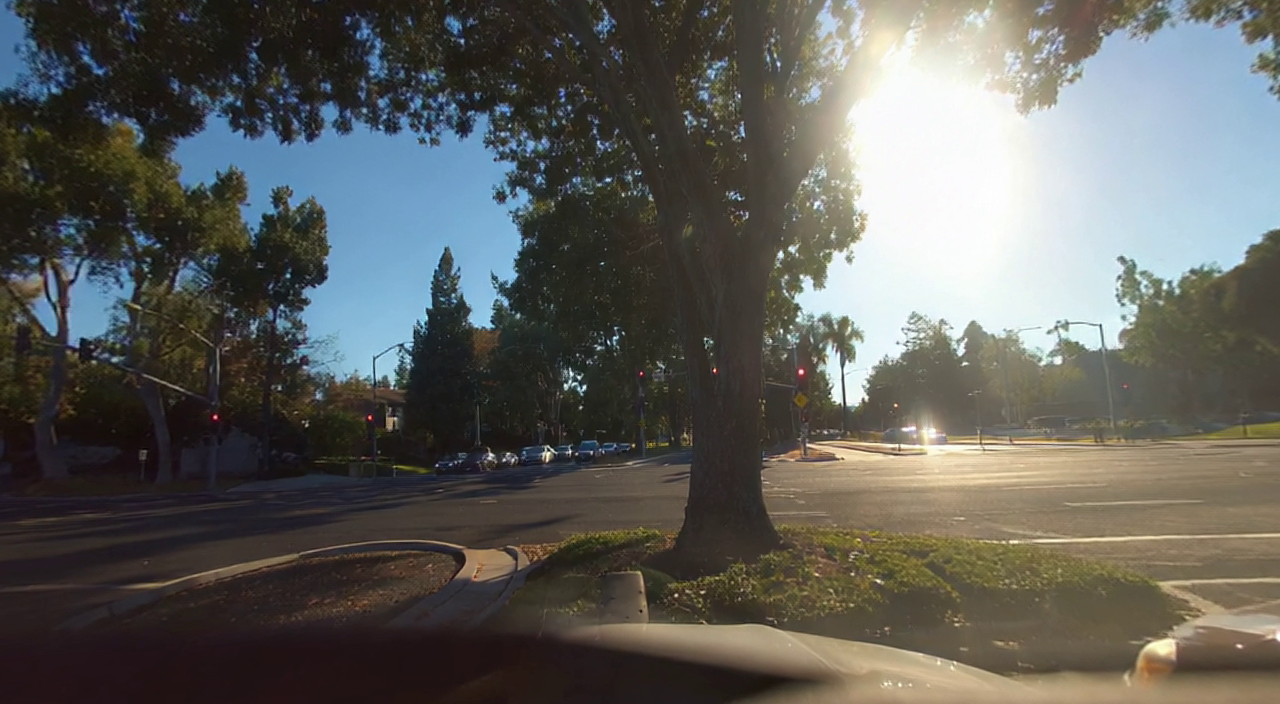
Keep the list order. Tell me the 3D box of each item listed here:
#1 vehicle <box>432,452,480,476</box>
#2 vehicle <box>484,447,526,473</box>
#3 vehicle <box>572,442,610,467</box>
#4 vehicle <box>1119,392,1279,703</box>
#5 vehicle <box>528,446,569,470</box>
[{"bbox_3d":[-13.379,8.118,45.987,2.101,1.637,4.304,0,-9,1],"label":"vehicle"},{"bbox_3d":[-9.770,7.839,45.938,2.064,1.725,4.243,0,-9,1],"label":"vehicle"},{"bbox_3d":[-3.526,7.461,45.997,2.215,1.732,4.684,-1,-9,3],"label":"vehicle"},{"bbox_3d":[3.063,0.619,0.423,1.978,1.468,4.544,0,-9,1],"label":"vehicle"},{"bbox_3d":[-6.540,7.603,45.484,2.126,1.657,4.307,0,-9,2],"label":"vehicle"}]
